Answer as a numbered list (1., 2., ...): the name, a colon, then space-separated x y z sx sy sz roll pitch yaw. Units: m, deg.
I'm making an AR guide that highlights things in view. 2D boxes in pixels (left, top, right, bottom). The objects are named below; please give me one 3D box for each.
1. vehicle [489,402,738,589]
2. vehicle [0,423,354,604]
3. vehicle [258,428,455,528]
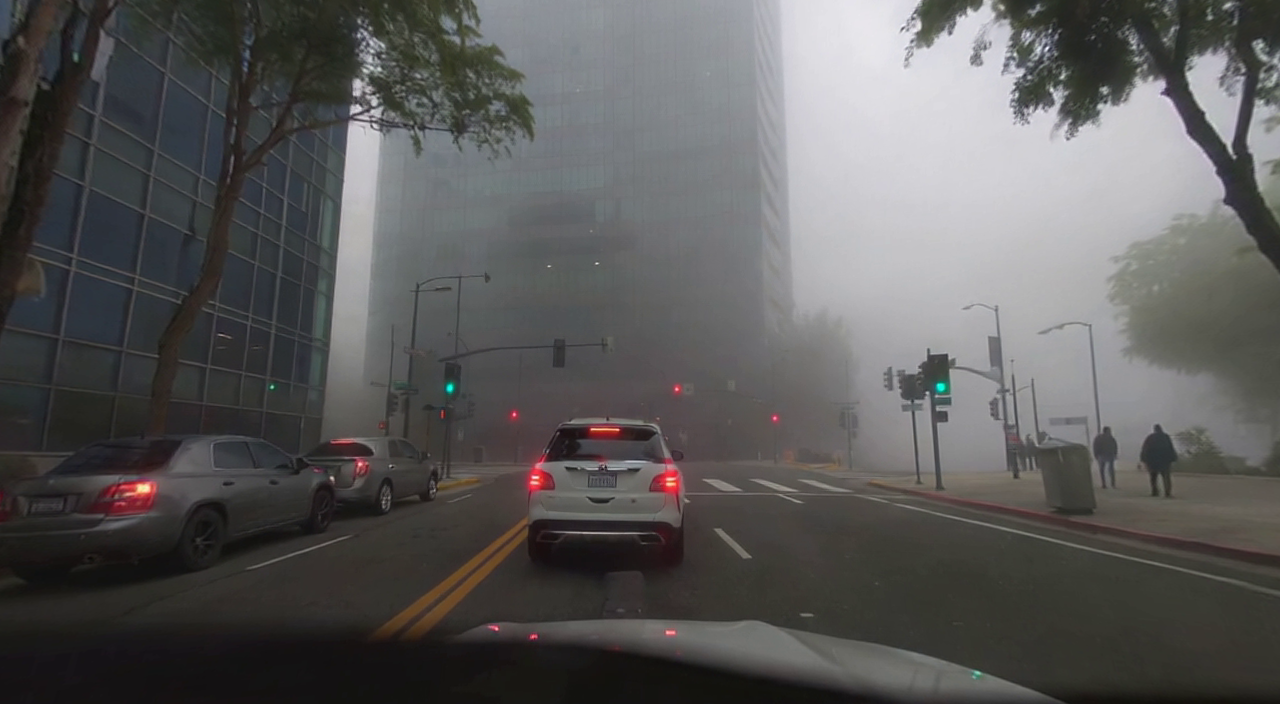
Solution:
1. vehicle: -0.230 1.600 7.782 2.258 1.687 3.934 0 -9 0
2. vehicle: -5.745 1.864 8.284 1.904 1.684 4.529 0 -9 -1
3. vehicle: -5.876 2.658 13.965 2.077 1.791 4.751 0 -9 1
